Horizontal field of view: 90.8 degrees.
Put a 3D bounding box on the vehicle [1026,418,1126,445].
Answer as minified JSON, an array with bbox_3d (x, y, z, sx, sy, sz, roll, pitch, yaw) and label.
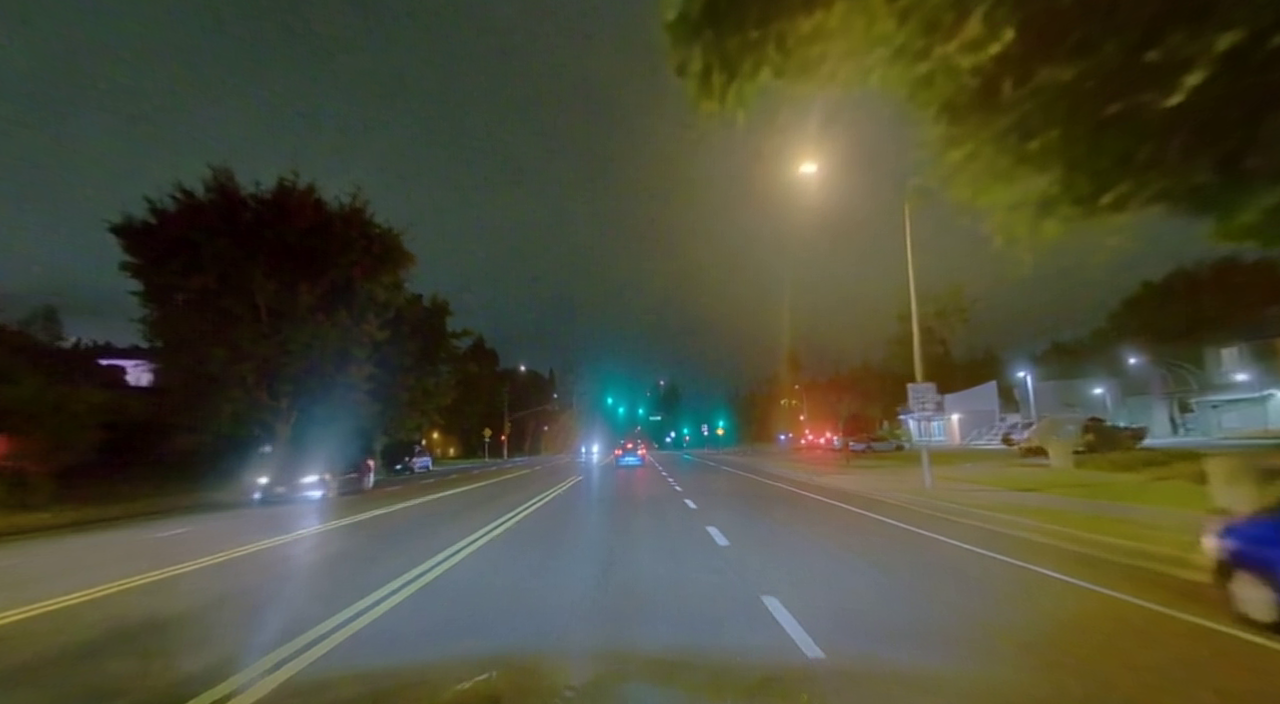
[{"bbox_3d":[27.343,5.019,39.768,4.736,1.646,2.037,0,-9,0],"label":"vehicle"}]

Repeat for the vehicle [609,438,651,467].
[{"bbox_3d":[-0.549,5.320,33.541,2.104,1.462,3.991,0,-9,-1],"label":"vehicle"}]

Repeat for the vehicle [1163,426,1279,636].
[{"bbox_3d":[5.794,1.169,3.620,1.926,1.555,4.106,0,-9,-3],"label":"vehicle"}]

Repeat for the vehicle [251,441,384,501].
[{"bbox_3d":[-9.871,3.647,19.793,1.945,1.629,4.197,0,-9,0],"label":"vehicle"}]

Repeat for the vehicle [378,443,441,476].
[{"bbox_3d":[-13.261,6.205,36.623,1.957,1.754,4.393,0,-9,0],"label":"vehicle"}]

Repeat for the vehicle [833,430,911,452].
[{"bbox_3d":[16.260,6.257,44.439,4.658,1.495,1.978,0,-9,-2],"label":"vehicle"}]
